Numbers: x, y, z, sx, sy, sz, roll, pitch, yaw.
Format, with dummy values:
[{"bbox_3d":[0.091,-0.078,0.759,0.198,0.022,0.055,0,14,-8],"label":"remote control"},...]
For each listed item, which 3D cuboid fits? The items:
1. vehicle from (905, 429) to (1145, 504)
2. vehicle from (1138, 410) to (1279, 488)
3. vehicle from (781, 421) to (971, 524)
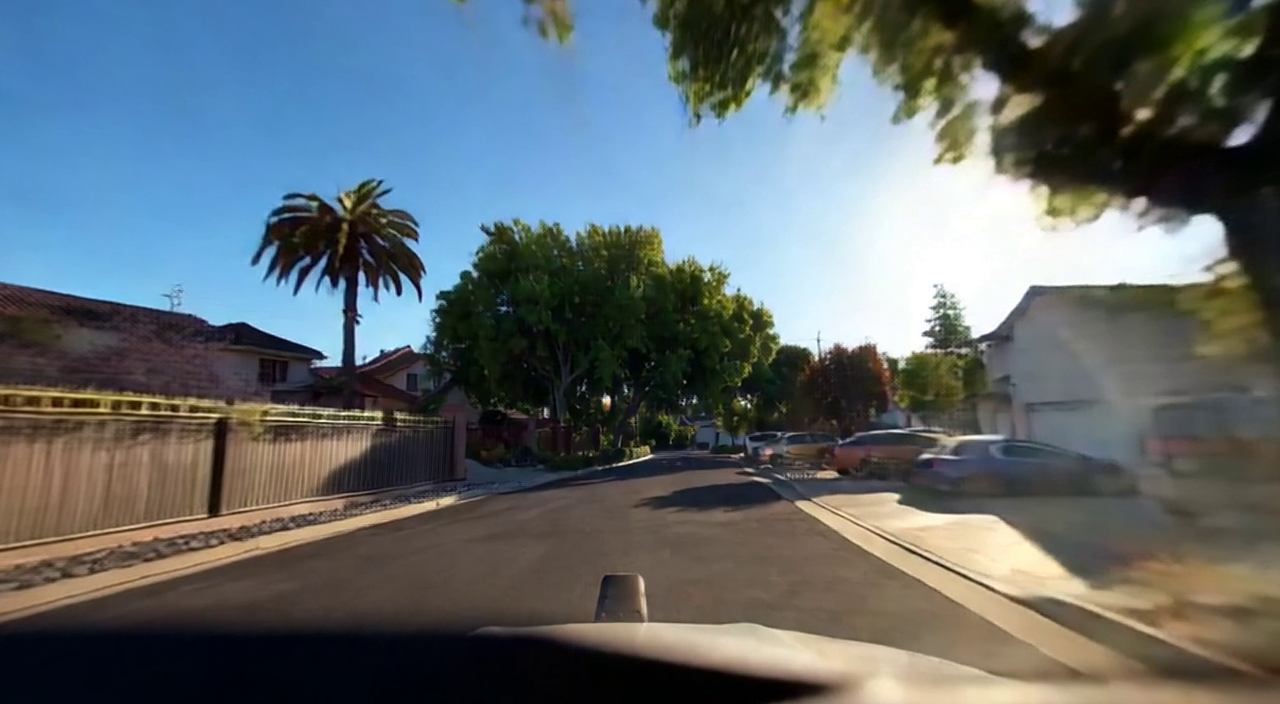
[{"bbox_3d":[8.327,2.499,13.997,4.057,1.483,1.828,-1,-8,3],"label":"vehicle"},{"bbox_3d":[13.267,1.969,12.966,4.246,1.488,1.943,-2,-8,14],"label":"vehicle"},{"bbox_3d":[4.430,2.324,12.808,2.051,1.676,4.497,-1,-8,-1],"label":"vehicle"}]
